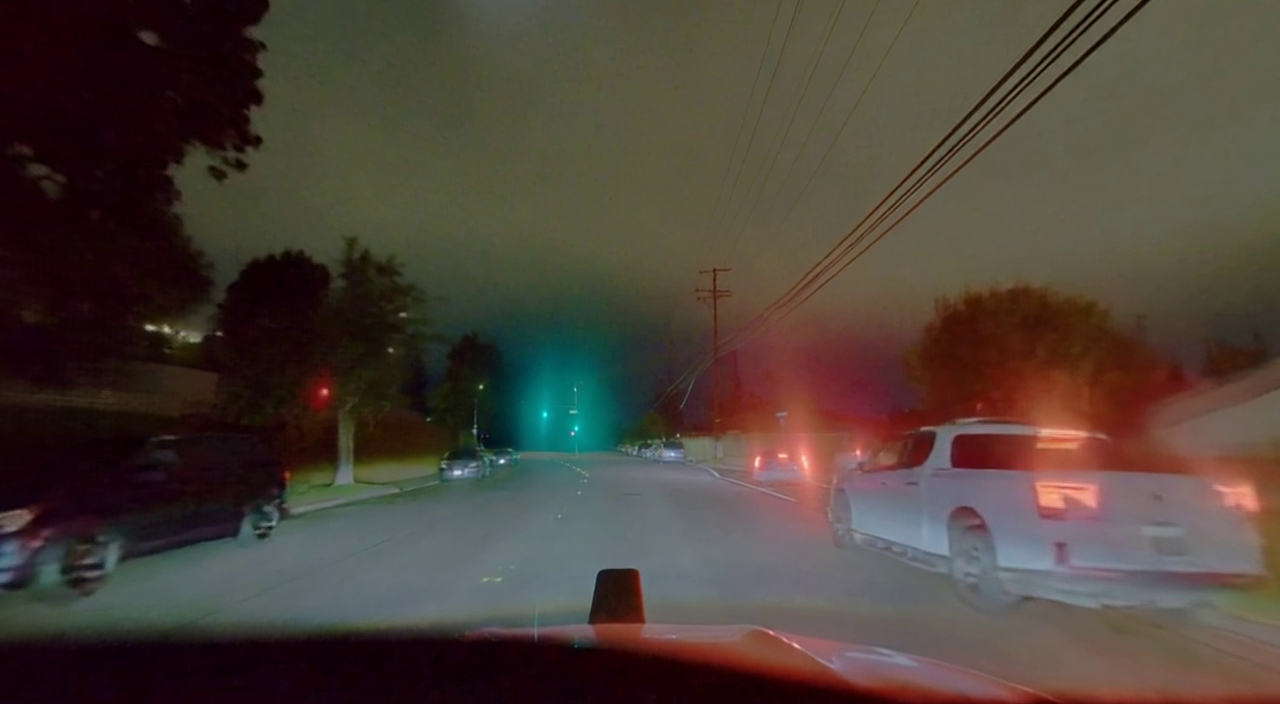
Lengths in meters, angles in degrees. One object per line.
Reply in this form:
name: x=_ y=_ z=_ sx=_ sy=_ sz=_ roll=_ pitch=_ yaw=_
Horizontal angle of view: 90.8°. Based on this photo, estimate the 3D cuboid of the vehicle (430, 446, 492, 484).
vehicle: x=-7.605 y=4.821 z=27.231 sx=1.997 sy=1.456 sz=4.319 roll=1 pitch=-9 yaw=-8

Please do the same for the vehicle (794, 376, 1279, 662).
vehicle: x=3.498 y=1.452 z=6.734 sx=2.178 sy=1.757 sz=5.495 roll=0 pitch=-9 yaw=-2

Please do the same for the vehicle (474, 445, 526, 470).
vehicle: x=-9.099 y=6.808 z=40.851 sx=2.033 sy=1.477 sz=4.626 roll=5 pitch=-10 yaw=-28

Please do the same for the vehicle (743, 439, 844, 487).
vehicle: x=5.930 y=4.181 z=24.109 sx=1.944 sy=1.636 sz=4.140 roll=-8 pitch=-12 yaw=42

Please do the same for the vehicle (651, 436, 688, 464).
vehicle: x=2.231 y=7.684 z=49.610 sx=2.173 sy=1.992 sz=5.891 roll=1 pitch=-9 yaw=-4

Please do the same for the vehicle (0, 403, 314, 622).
vehicle: x=-6.454 y=1.721 z=7.680 sx=2.158 sy=1.817 sz=5.230 roll=0 pitch=-9 yaw=0
